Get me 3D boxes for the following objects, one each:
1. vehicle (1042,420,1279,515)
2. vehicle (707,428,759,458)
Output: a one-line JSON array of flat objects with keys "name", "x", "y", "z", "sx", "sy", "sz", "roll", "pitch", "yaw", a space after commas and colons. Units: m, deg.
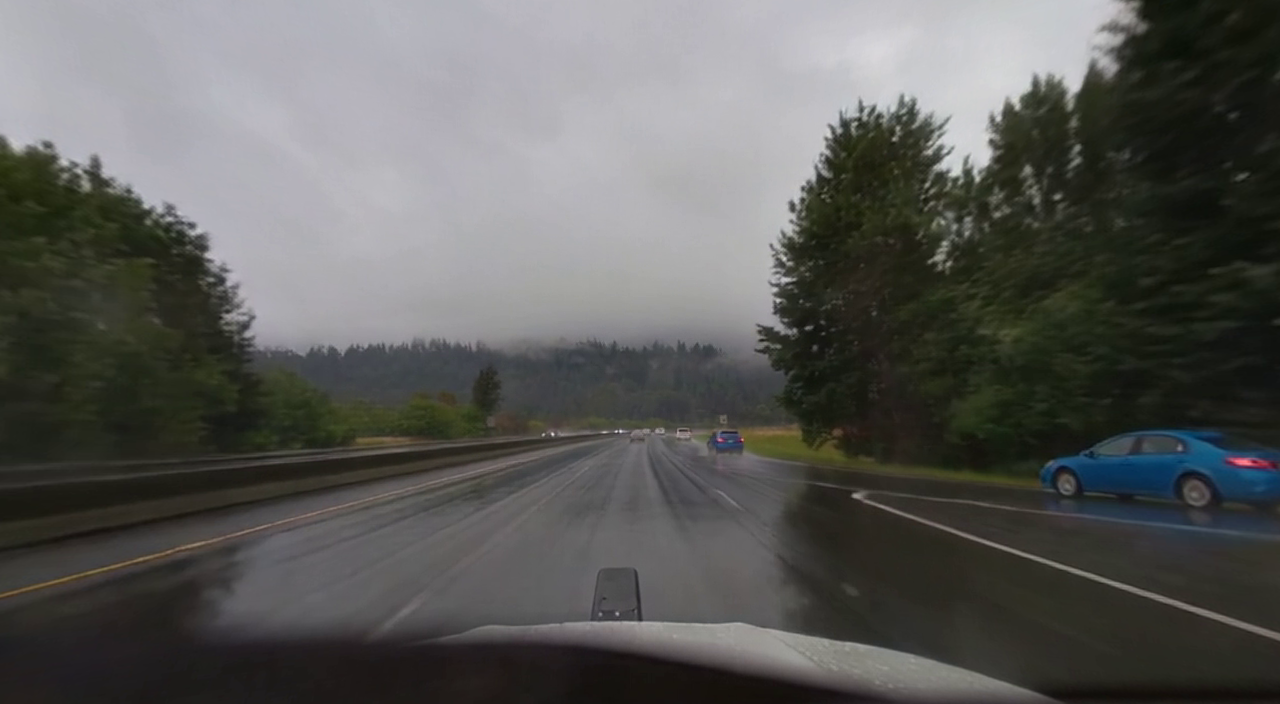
[{"name": "vehicle", "x": 10.474, "y": 2.101, "z": 11.910, "sx": 1.992, "sy": 1.486, "sz": 4.406, "roll": 3, "pitch": -8, "yaw": -20}, {"name": "vehicle", "x": 4.926, "y": 4.881, "z": 33.686, "sx": 1.765, "sy": 1.510, "sz": 3.762, "roll": 1, "pitch": -8, "yaw": -8}]
